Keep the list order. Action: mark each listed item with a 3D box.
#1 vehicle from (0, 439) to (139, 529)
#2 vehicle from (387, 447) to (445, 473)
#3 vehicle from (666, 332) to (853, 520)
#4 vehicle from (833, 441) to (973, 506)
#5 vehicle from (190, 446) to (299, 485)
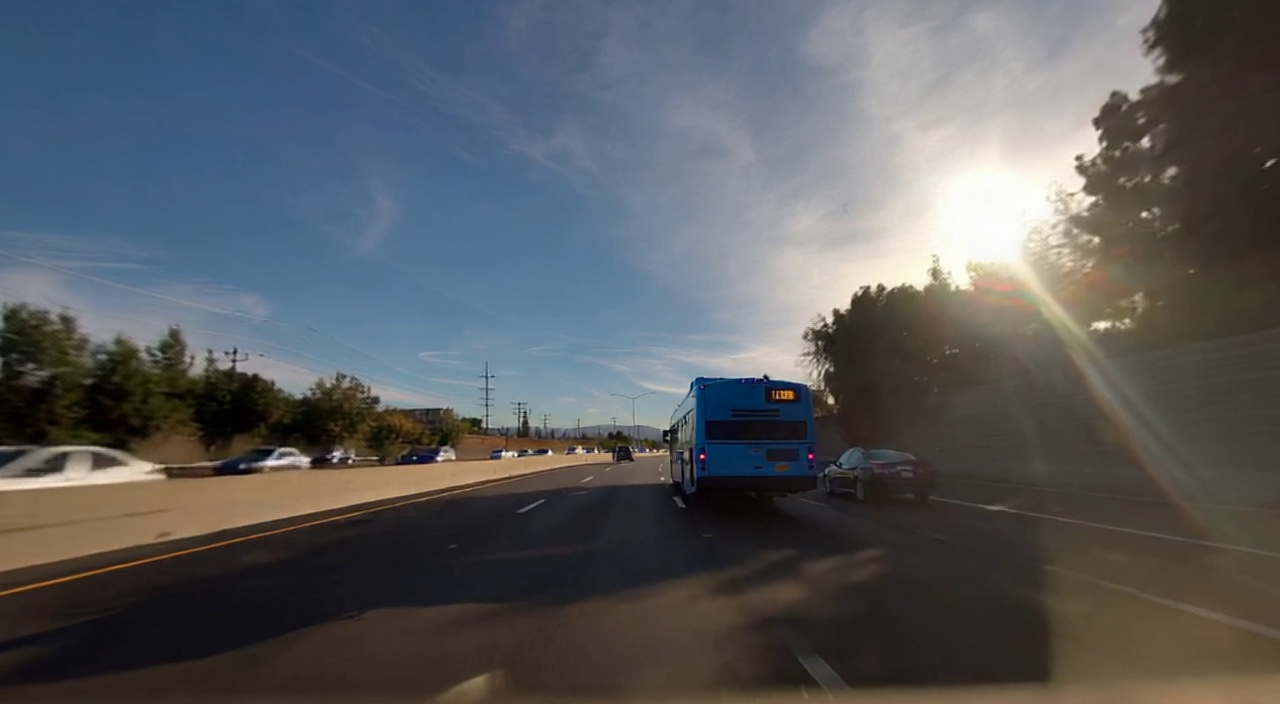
[{"bbox_3d":[-12.088,2.392,11.606,2.012,1.527,4.519,0,-9,1],"label":"vehicle"},{"bbox_3d":[-14.443,6.973,40.999,1.940,1.604,4.525,-1,-9,2],"label":"vehicle"},{"bbox_3d":[2.555,2.484,19.377,3.144,3.580,14.591,0,-9,1],"label":"vehicle"},{"bbox_3d":[7.155,3.306,17.808,2.047,1.479,4.593,-3,-8,2],"label":"vehicle"},{"bbox_3d":[-18.608,5.315,30.010,2.007,1.679,4.679,-1,-9,2],"label":"vehicle"}]
